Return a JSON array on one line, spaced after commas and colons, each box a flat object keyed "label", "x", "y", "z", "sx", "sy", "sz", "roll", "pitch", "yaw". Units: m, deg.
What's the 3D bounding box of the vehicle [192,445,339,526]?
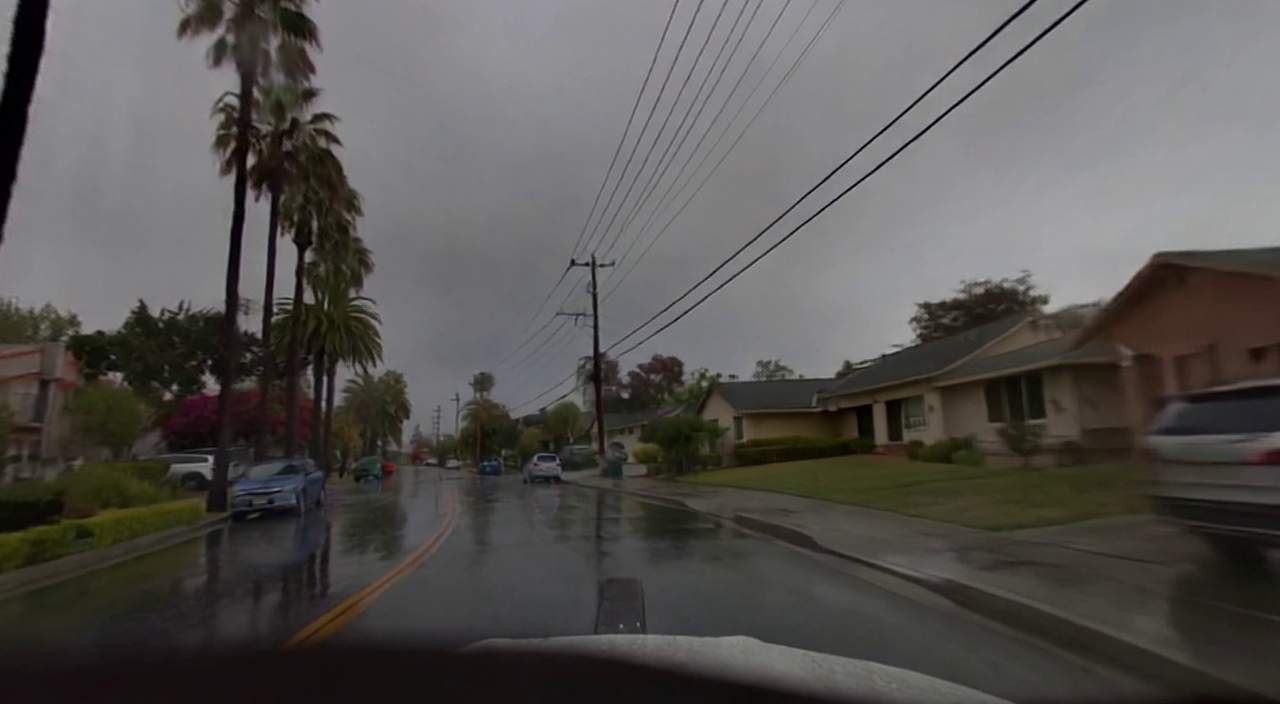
[{"label": "vehicle", "x": -10.057, "y": 3.600, "z": 17.472, "sx": 2.410, "sy": 1.790, "sz": 4.699, "roll": 0, "pitch": -10, "yaw": -17}]

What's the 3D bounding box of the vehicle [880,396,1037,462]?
[{"label": "vehicle", "x": 11.507, "y": 2.817, "z": 22.904, "sx": 4.795, "sy": 2.190, "sz": 2.305, "roll": 3, "pitch": -9, "yaw": -20}]

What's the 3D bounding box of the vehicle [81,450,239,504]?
[{"label": "vehicle", "x": -17.627, "y": 4.576, "z": 23.426, "sx": 4.060, "sy": 1.843, "sz": 1.979, "roll": 2, "pitch": -9, "yaw": -11}]

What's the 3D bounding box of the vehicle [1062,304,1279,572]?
[{"label": "vehicle", "x": 7.334, "y": 0.817, "z": 5.977, "sx": 5.102, "sy": 2.040, "sz": 2.472, "roll": 1, "pitch": -8, "yaw": -10}]

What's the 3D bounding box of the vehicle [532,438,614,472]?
[{"label": "vehicle", "x": -5.160, "y": 7.808, "z": 48.047, "sx": 5.900, "sy": 2.328, "sz": 2.603, "roll": 1, "pitch": -8, "yaw": -13}]

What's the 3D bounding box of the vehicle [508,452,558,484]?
[{"label": "vehicle", "x": -5.625, "y": 5.980, "z": 32.919, "sx": 1.870, "sy": 1.490, "sz": 3.802, "roll": 3, "pitch": -9, "yaw": -20}]
